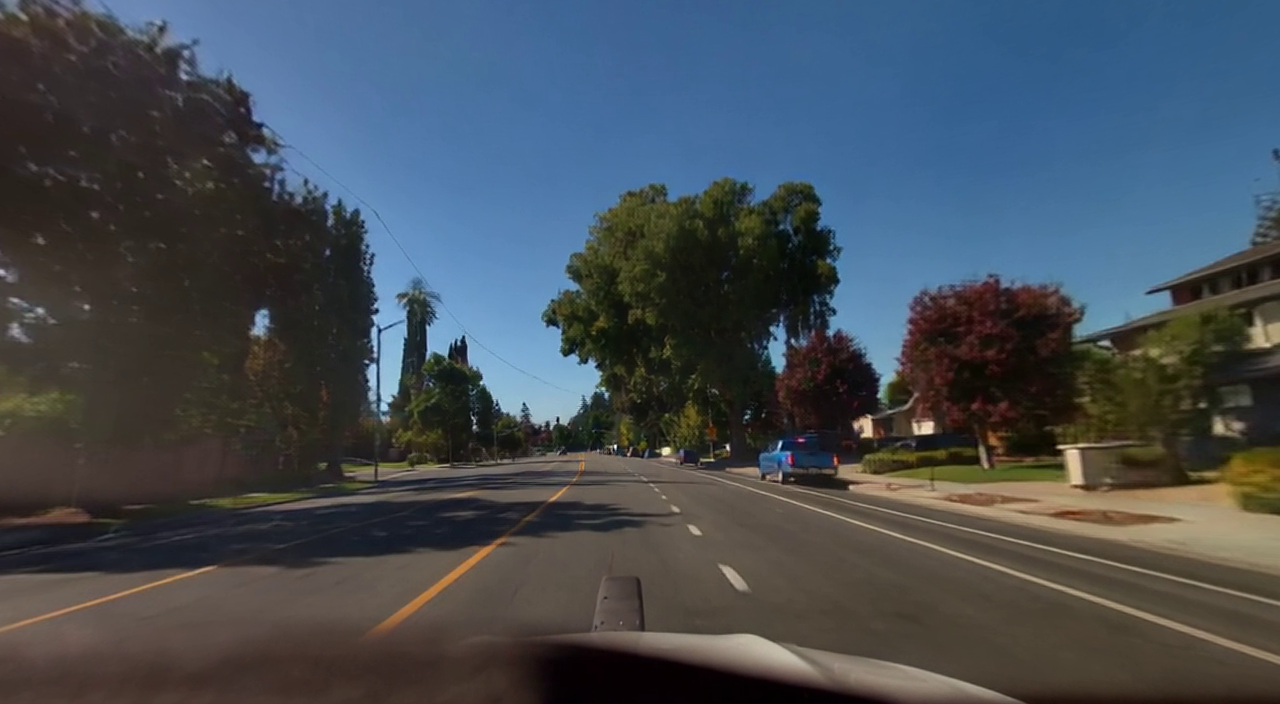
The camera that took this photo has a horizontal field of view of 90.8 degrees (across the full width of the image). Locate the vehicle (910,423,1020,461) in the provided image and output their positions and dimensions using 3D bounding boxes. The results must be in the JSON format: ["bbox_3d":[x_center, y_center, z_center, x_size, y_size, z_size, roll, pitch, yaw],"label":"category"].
[{"bbox_3d":[17.022,4.737,33.256,4.623,1.741,1.924,-2,-8,-2],"label":"vehicle"}]

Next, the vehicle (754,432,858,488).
[{"bbox_3d":[6.134,4.069,24.280,2.285,1.868,5.575,0,-8,-2],"label":"vehicle"}]
